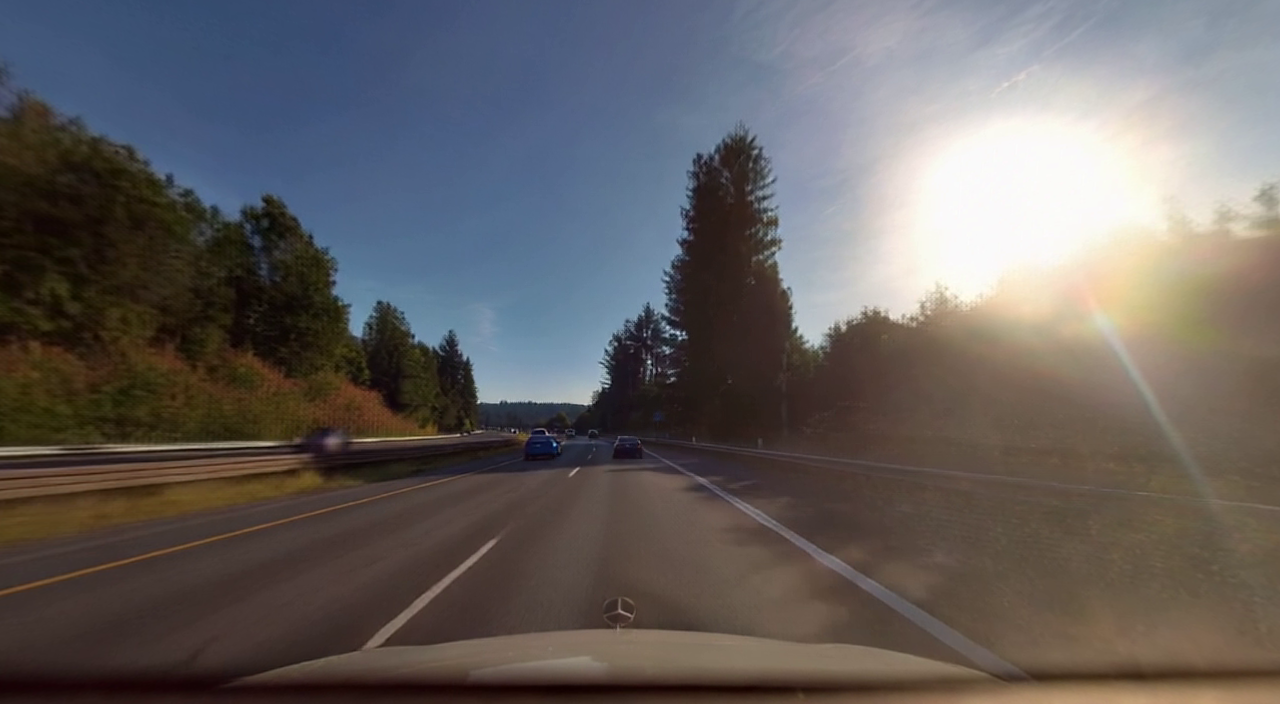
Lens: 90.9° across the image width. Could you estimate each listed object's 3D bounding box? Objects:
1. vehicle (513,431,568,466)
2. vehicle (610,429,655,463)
[{"bbox_3d":[-4.612,4.522,29.722,1.975,1.518,4.242,0,-8,-1],"label":"vehicle"},{"bbox_3d":[-0.441,4.755,32.038,2.162,1.616,4.242,0,-8,-2],"label":"vehicle"}]
